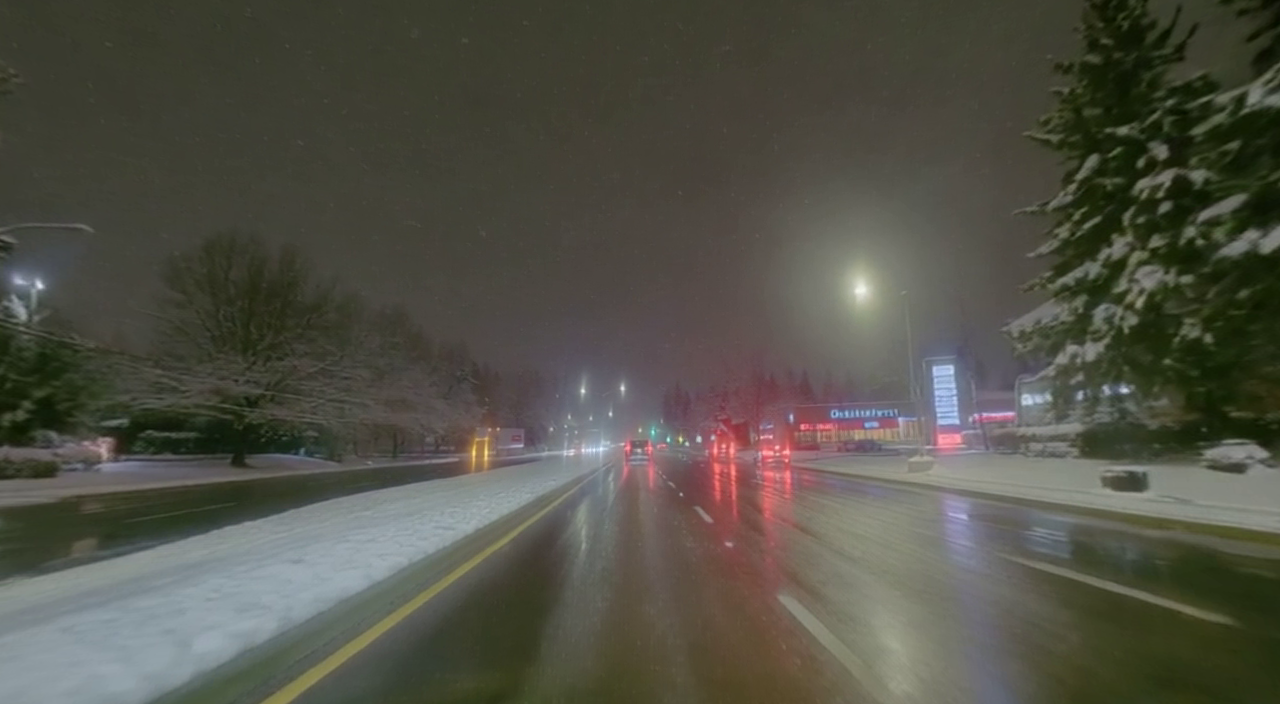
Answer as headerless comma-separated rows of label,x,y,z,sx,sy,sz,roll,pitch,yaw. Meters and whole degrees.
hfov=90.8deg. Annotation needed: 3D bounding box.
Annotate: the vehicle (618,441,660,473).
vehicle,-0.079,5.536,33.613,2.072,1.545,4.578,0,-8,0
